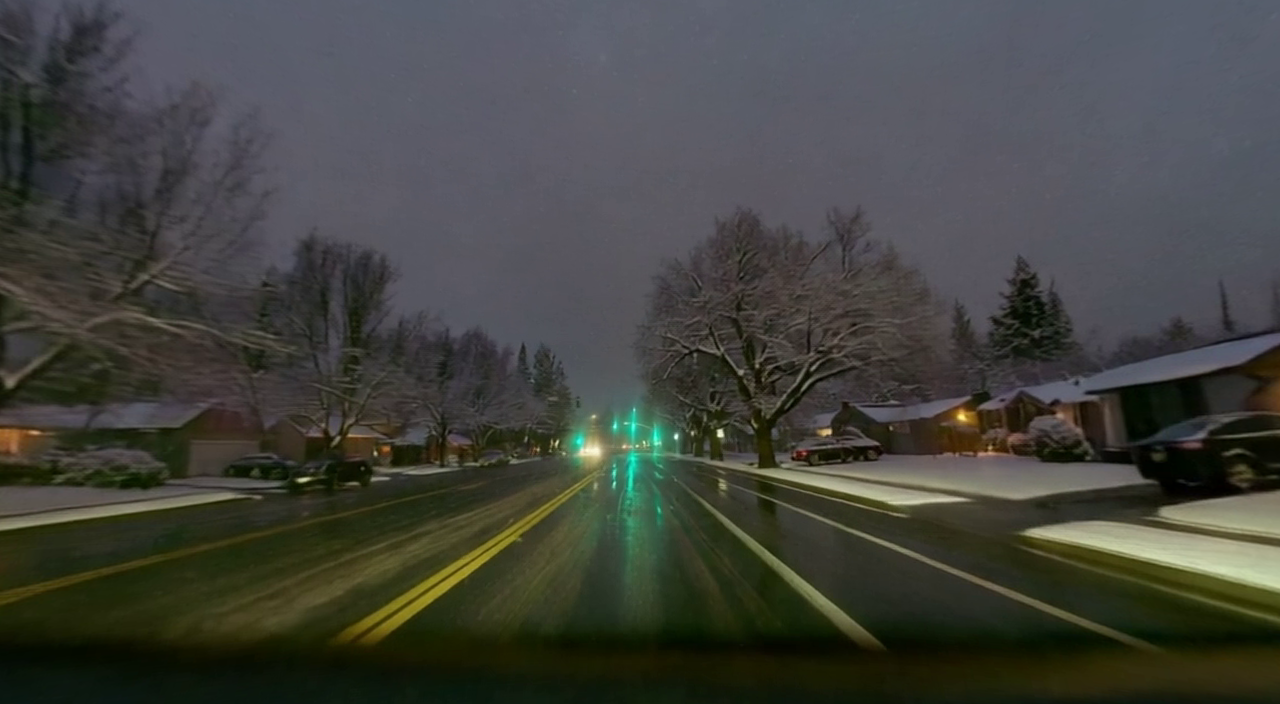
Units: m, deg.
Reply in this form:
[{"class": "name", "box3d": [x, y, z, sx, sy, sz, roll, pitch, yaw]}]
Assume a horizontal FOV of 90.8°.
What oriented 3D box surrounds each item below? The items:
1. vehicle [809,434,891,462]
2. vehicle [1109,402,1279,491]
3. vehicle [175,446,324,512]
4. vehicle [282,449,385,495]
[{"class": "vehicle", "box3d": [13.633, 6.256, 41.235, 4.629, 1.770, 1.959, 0, -8, 0]}, {"class": "vehicle", "box3d": [13.344, 2.038, 13.683, 4.577, 1.770, 2.006, -3, -9, 17]}, {"class": "vehicle", "box3d": [-12.600, 4.068, 20.845, 2.003, 1.804, 4.554, -1, -7, 0]}, {"class": "vehicle", "box3d": [-12.611, 4.924, 26.356, 2.110, 1.709, 4.426, 0, -8, -1]}]
